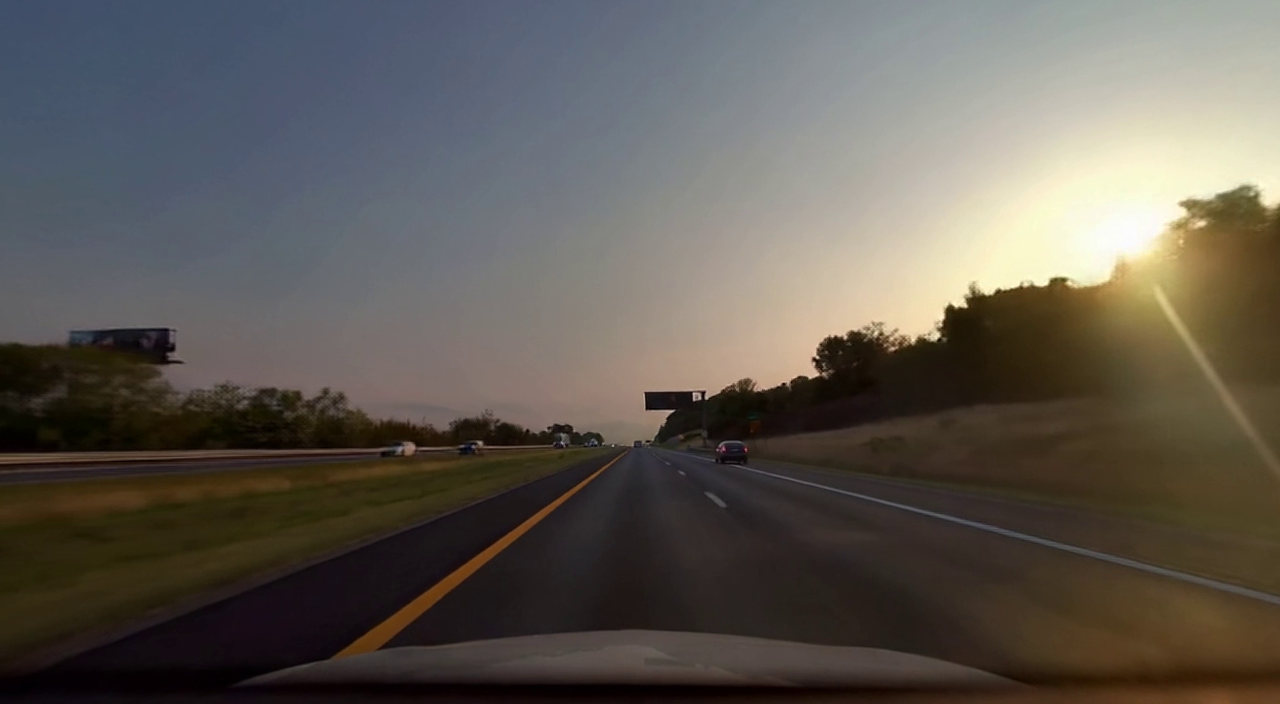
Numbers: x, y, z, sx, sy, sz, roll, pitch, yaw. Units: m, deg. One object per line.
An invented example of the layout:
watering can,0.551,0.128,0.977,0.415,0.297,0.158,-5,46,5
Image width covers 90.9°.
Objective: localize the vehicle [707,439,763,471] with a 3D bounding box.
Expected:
vehicle,4.646,5.113,31.453,2.012,1.476,4.256,0,-8,-1
